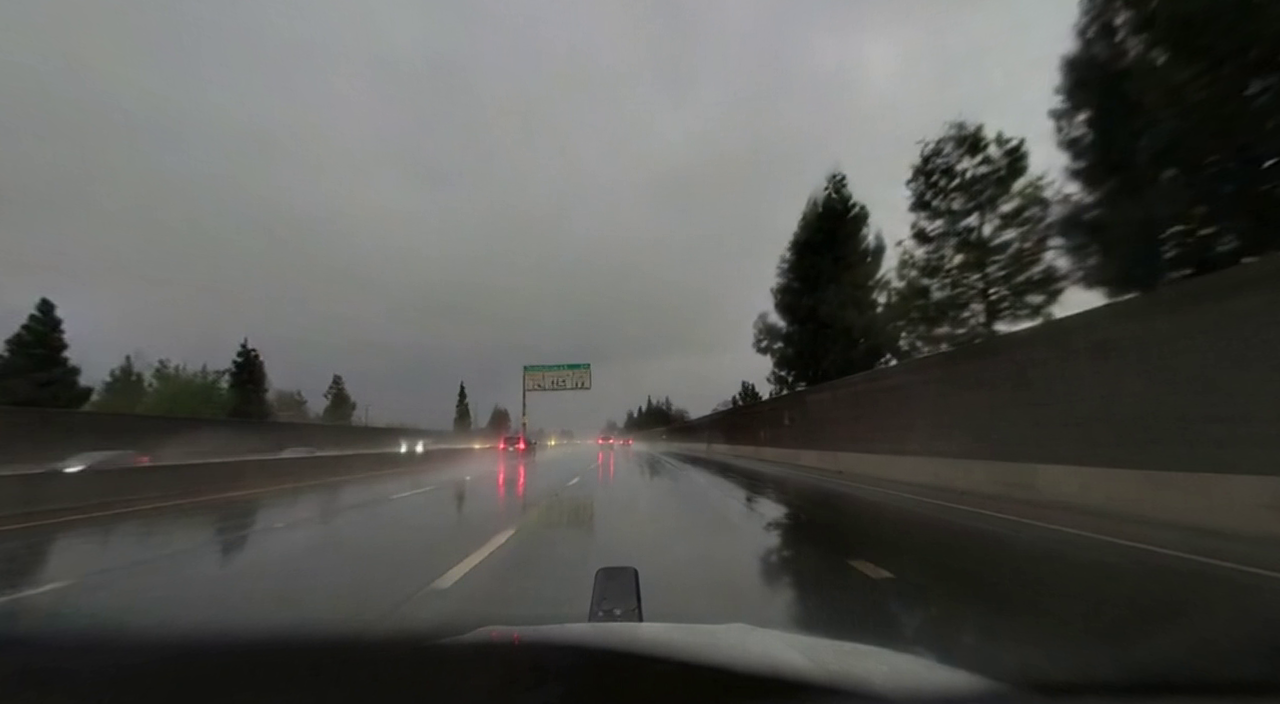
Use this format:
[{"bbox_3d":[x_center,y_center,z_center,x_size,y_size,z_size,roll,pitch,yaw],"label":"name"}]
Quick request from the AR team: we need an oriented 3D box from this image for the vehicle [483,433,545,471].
[{"bbox_3d":[-5.367,4.297,27.324,1.988,1.505,4.044,0,-8,-2],"label":"vehicle"}]

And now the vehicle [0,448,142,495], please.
[{"bbox_3d":[-23.642,4.903,26.222,1.896,1.640,4.744,0,-8,-2],"label":"vehicle"}]

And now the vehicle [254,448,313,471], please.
[{"bbox_3d":[-24.504,7.355,43.338,1.692,1.446,4.110,0,-8,-1],"label":"vehicle"}]
